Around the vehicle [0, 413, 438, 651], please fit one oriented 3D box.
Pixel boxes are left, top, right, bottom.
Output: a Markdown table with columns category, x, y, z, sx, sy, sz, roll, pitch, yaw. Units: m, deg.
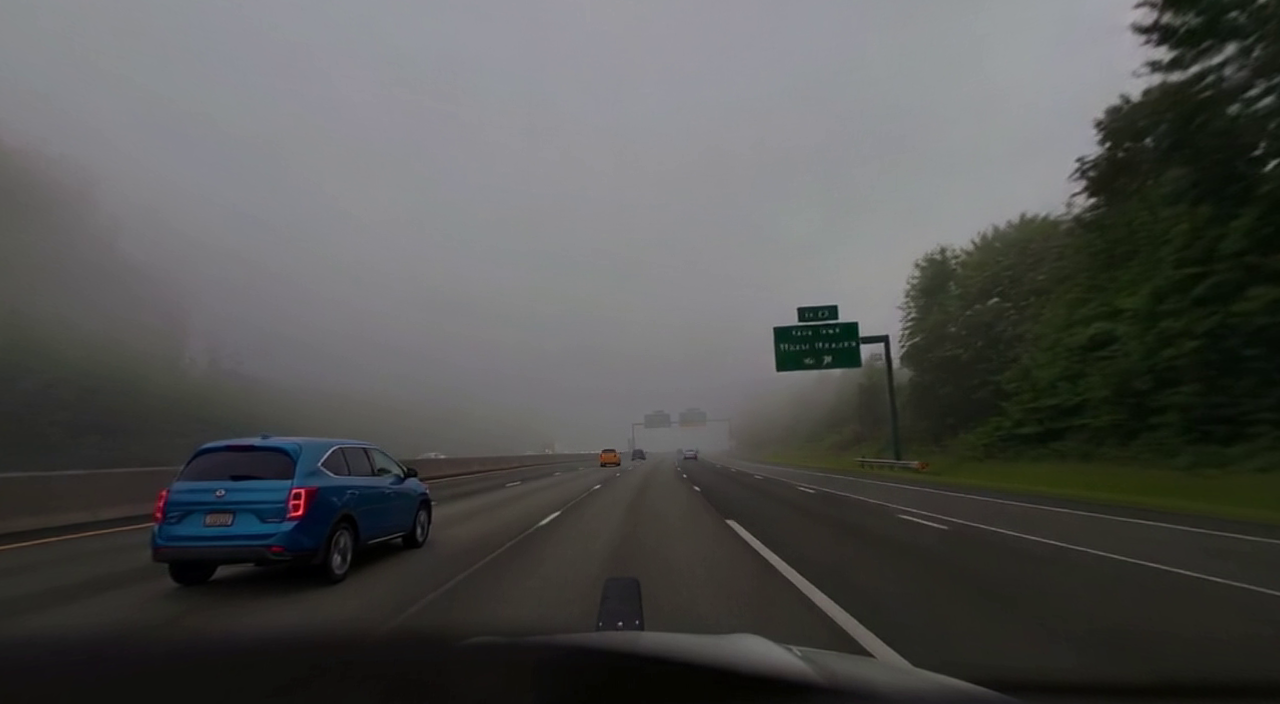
| category | x | y | z | sx | sy | sz | roll | pitch | yaw |
| --- | --- | --- | --- | --- | --- | --- | --- | --- | --- |
| vehicle | -3.812 | 1.549 | 6.483 | 2.016 | 1.623 | 4.126 | 0 | -8 | 1 |
